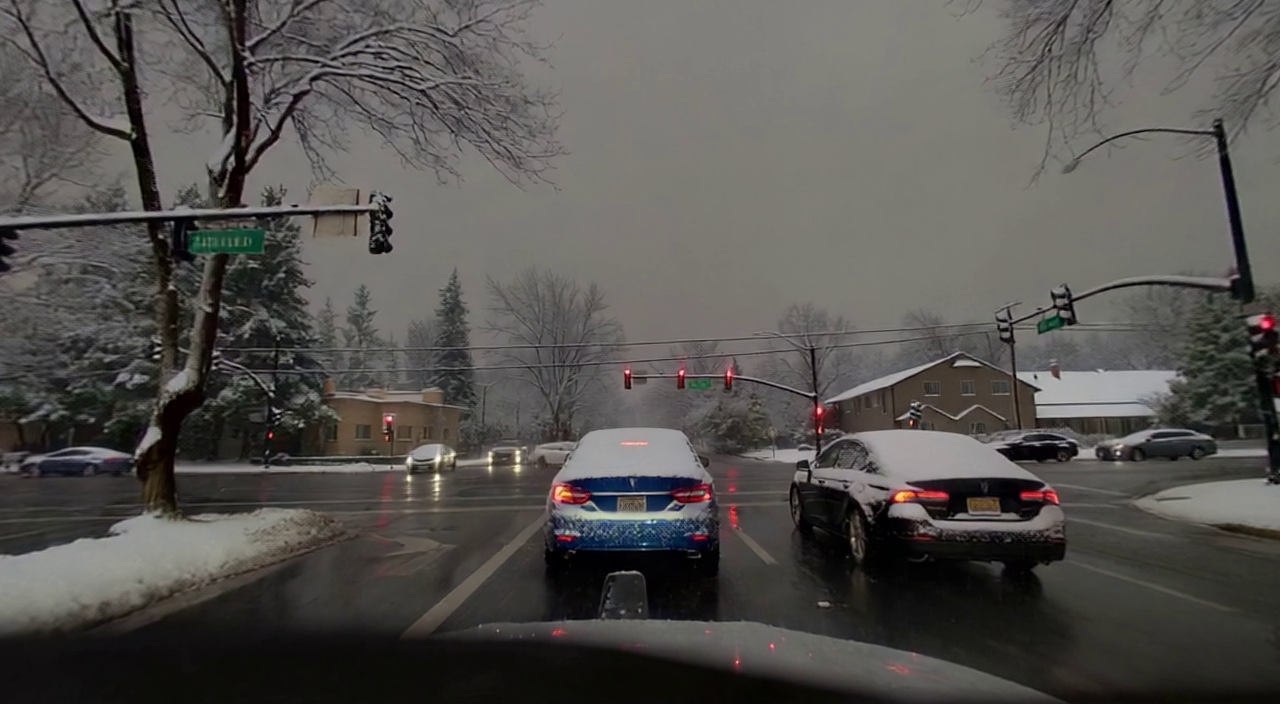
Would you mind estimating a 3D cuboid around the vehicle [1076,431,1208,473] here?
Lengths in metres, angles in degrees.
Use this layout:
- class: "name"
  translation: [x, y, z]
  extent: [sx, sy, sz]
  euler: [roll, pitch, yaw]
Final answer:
- class: "vehicle"
  translation: [23.998, 4.783, 30.311]
  extent: [4.520, 1.762, 2.005]
  euler: [-2, -8, -1]

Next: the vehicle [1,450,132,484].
- class: "vehicle"
  translation: [-28.126, 5.615, 31.072]
  extent: [4.538, 1.591, 1.949]
  euler: [0, -8, 1]

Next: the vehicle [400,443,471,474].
- class: "vehicle"
  translation: [-11.214, 5.853, 35.031]
  extent: [2.102, 1.531, 5.072]
  euler: [0, -8, 1]

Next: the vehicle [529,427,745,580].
- class: "vehicle"
  translation: [-0.050, 1.784, 8.254]
  extent: [2.103, 1.478, 4.073]
  euler: [0, -8, -1]

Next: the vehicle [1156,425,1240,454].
- class: "vehicle"
  translation: [41.733, 6.583, 47.343]
  extent: [4.388, 2.079, 1.960]
  euler: [0, -8, -2]

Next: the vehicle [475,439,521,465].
- class: "vehicle"
  translation: [-10.916, 7.745, 49.100]
  extent: [2.376, 1.916, 4.899]
  euler: [0, -8, 1]

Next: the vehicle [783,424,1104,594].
- class: "vehicle"
  translation: [3.189, 1.714, 7.772]
  extent: [1.913, 1.505, 4.097]
  euler: [0, -8, 0]

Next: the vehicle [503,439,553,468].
- class: "vehicle"
  translation: [-7.439, 6.797, 42.453]
  extent: [2.383, 1.779, 4.973]
  euler: [0, -8, 1]
